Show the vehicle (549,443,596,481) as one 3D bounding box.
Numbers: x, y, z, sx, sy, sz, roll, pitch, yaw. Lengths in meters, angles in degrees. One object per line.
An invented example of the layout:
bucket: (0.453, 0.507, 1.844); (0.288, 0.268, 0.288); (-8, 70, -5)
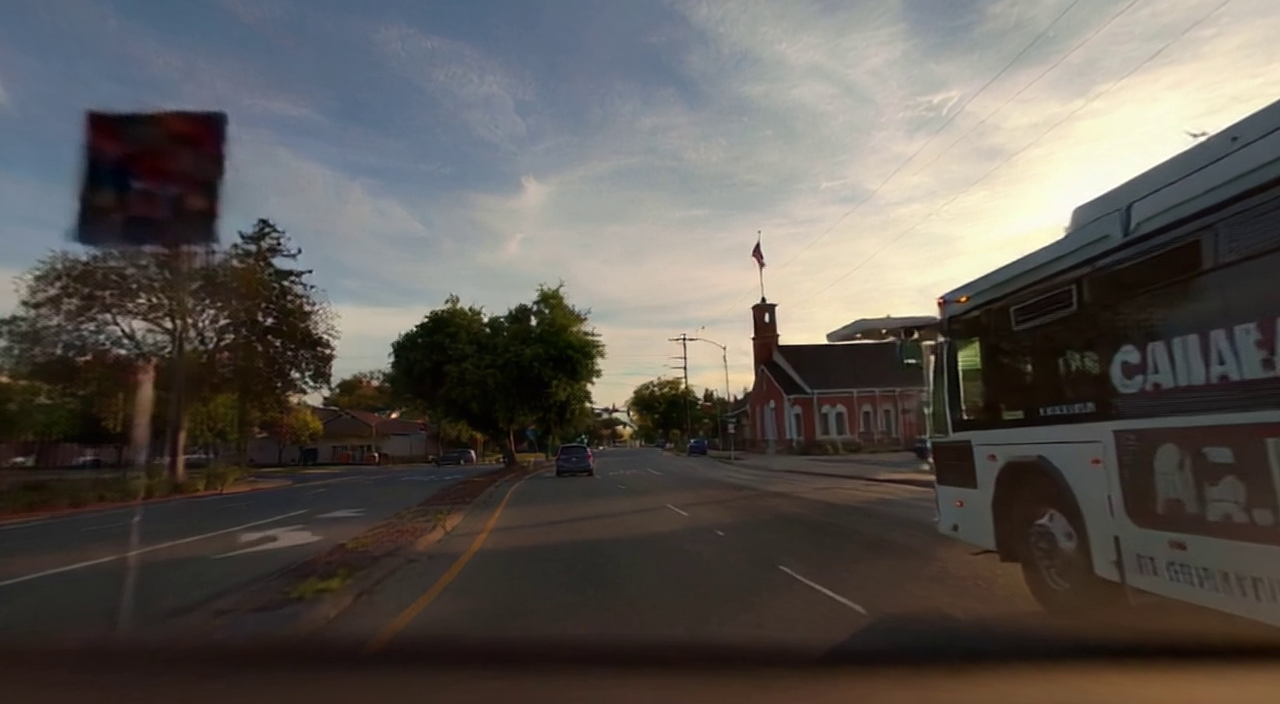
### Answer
vehicle: (-3.186, 5.116, 29.748); (2.032, 1.621, 4.082); (1, -9, -7)

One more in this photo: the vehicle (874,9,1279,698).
vehicle: (4.712, -0.217, 1.659); (3.028, 3.353, 12.630); (0, -9, -2)
